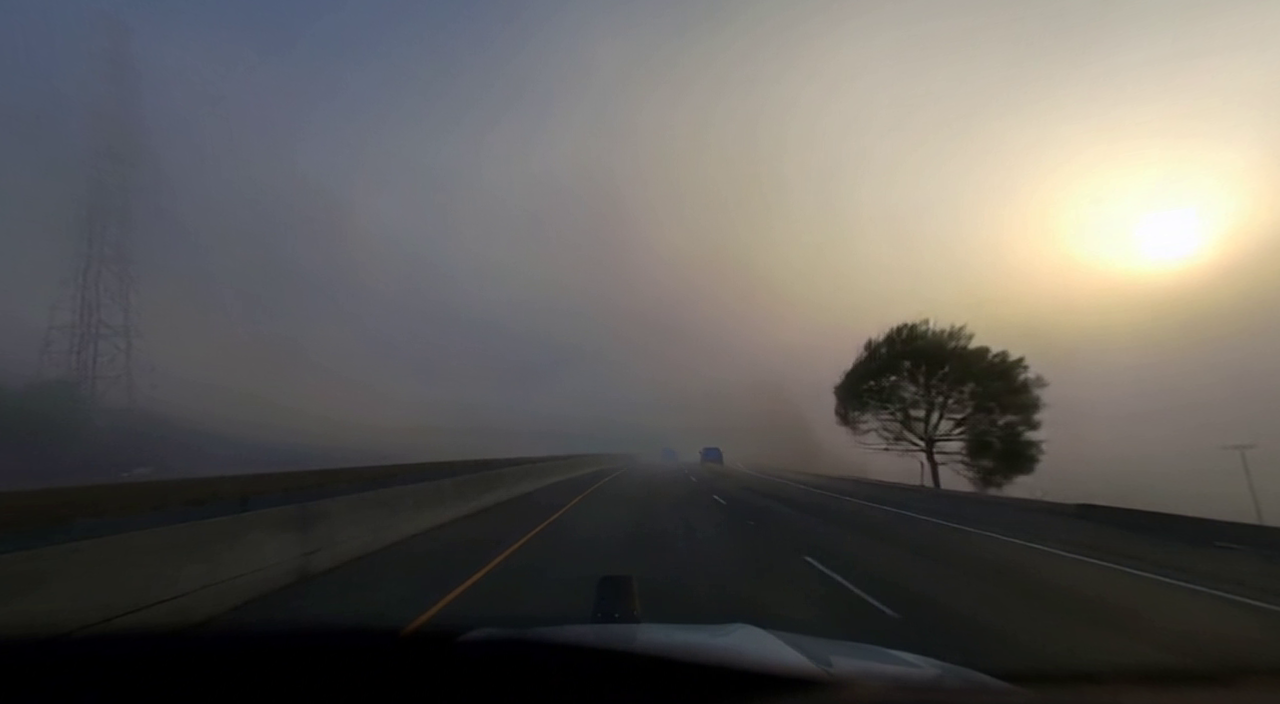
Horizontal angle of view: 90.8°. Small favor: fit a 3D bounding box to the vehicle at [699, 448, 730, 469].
[{"bbox_3d":[5.599,8.072,48.054,2.030,1.526,4.165,0,-9,3],"label":"vehicle"}]
